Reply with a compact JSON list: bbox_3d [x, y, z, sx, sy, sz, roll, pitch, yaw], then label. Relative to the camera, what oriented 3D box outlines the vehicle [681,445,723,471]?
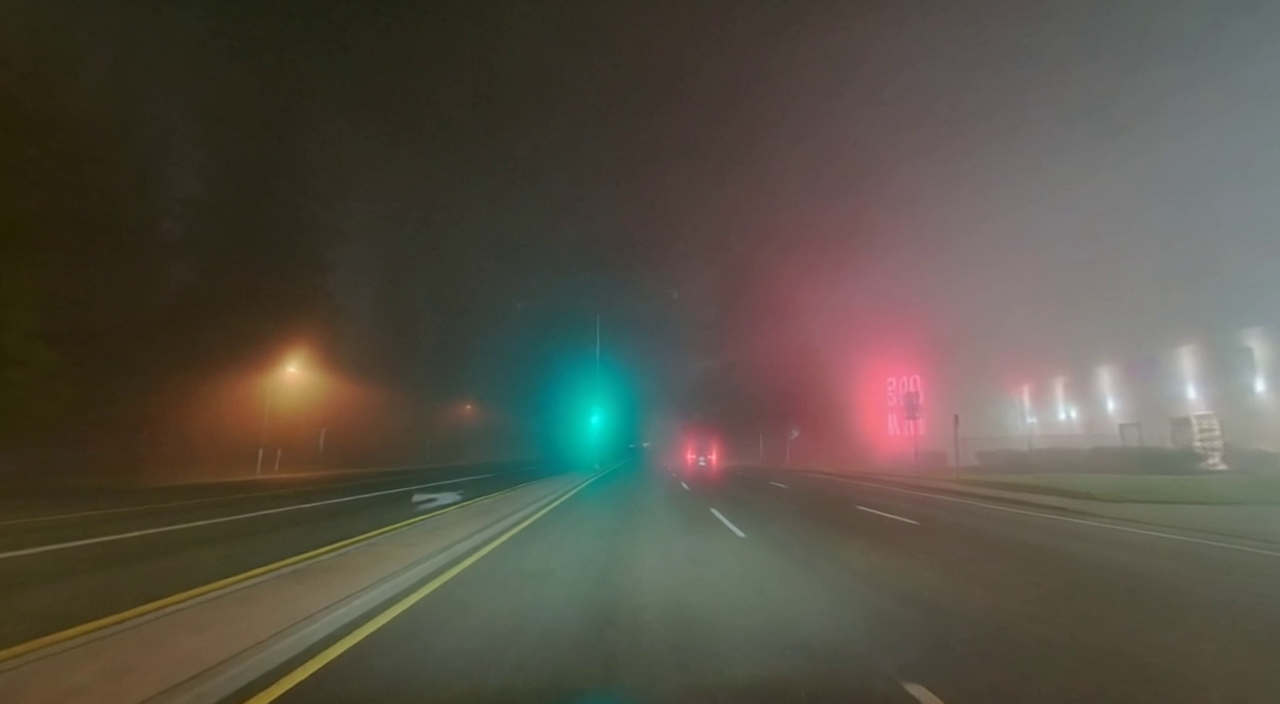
[{"bbox_3d":[3.674,6.385,38.135,2.015,1.479,4.444,0,-9,-1],"label":"vehicle"}]
